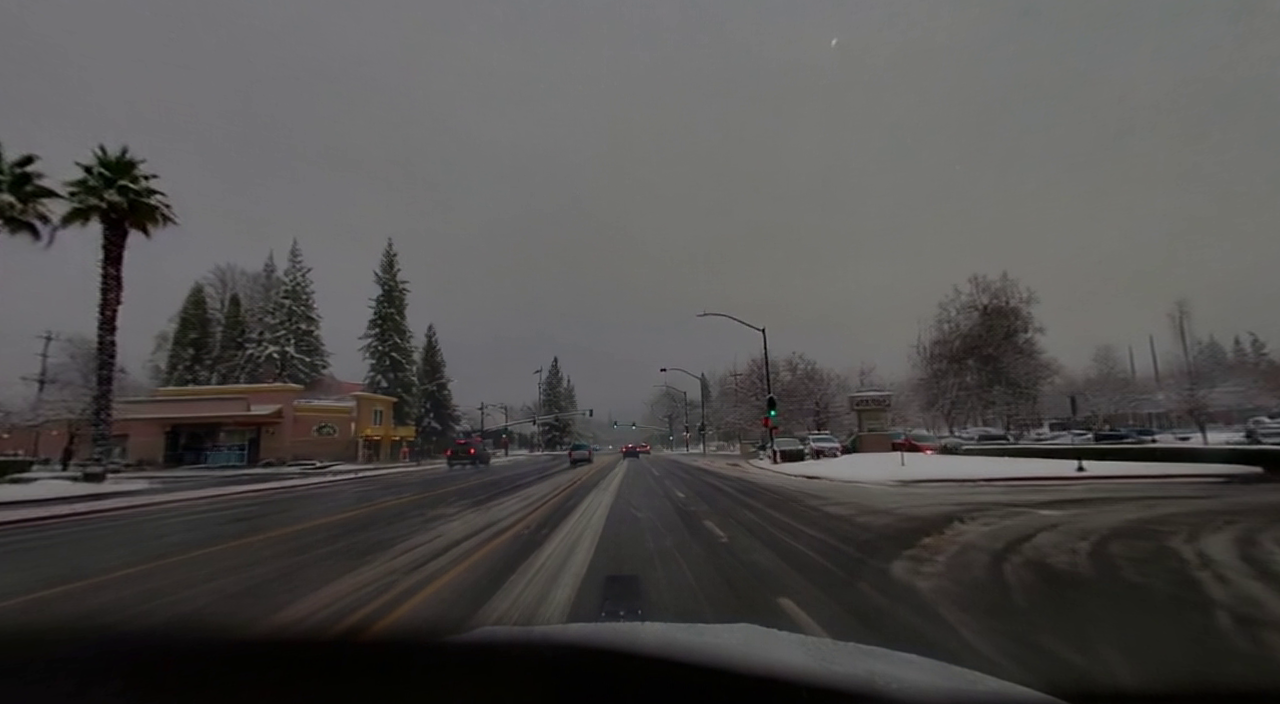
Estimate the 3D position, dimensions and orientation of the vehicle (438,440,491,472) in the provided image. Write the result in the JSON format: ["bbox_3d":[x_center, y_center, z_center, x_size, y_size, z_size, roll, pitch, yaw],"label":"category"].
[{"bbox_3d":[-10.391,6.206,37.765,2.022,1.746,4.406,0,-9,-1],"label":"vehicle"}]

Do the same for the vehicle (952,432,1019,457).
[{"bbox_3d":[26.409,7.086,48.476,4.294,1.705,2.233,-6,-10,25],"label":"vehicle"}]

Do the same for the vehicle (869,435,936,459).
[{"bbox_3d":[20.039,7.245,48.249,4.548,1.741,1.971,-5,-10,25],"label":"vehicle"}]

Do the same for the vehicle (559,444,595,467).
[{"bbox_3d":[-4.285,7.113,43.375,2.181,1.483,4.123,0,-9,-2],"label":"vehicle"}]
